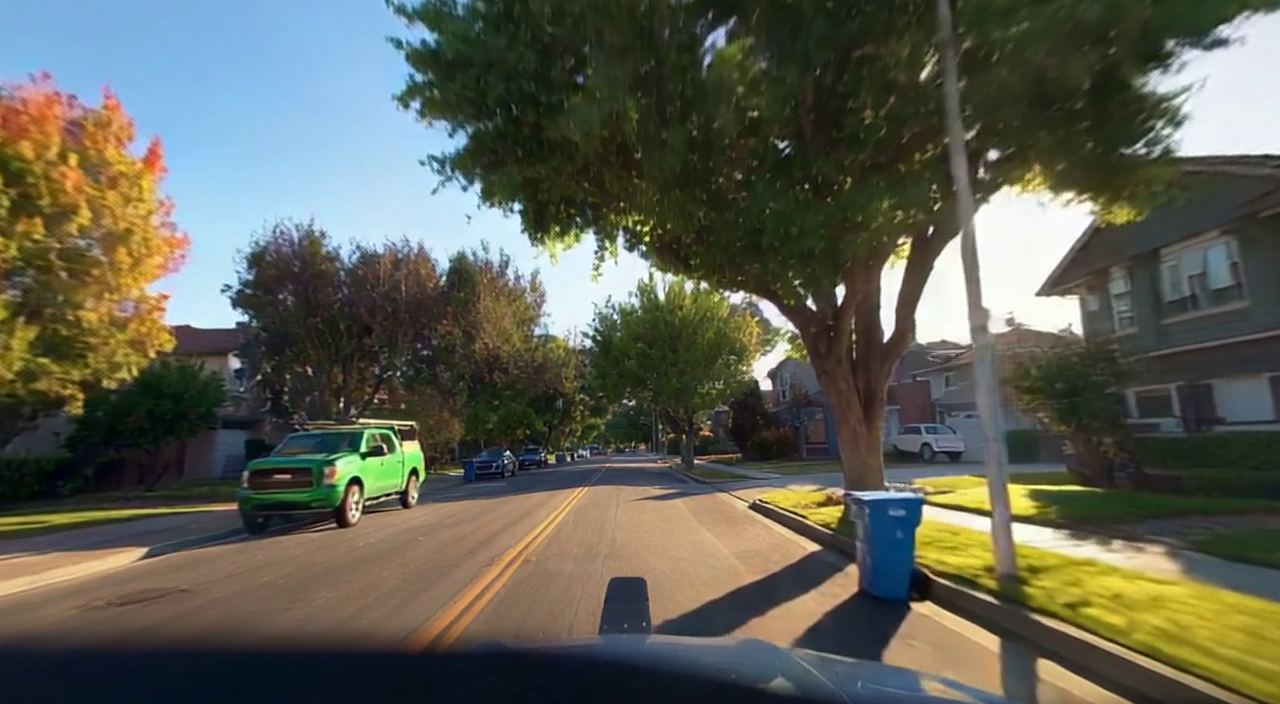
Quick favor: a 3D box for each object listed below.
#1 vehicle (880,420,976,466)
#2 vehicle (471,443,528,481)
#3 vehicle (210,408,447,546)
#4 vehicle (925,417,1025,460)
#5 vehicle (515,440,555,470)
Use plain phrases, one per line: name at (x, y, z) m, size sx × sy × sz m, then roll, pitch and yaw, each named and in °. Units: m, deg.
vehicle at (12.446, 3.951, 27.619) m, size 1.936 × 1.687 × 4.714 m, roll -5°, pitch -7°, yaw 0°
vehicle at (-6.917, 5.449, 31.501) m, size 1.945 × 1.530 × 4.430 m, roll -4°, pitch -7°, yaw -3°
vehicle at (-6.427, 2.479, 14.105) m, size 2.223 × 2.115 × 5.707 m, roll 5°, pitch -4°, yaw 1°
vehicle at (14.545, 3.830, 27.697) m, size 1.915 × 1.740 × 4.309 m, roll 1°, pitch -9°, yaw -1°
vehicle at (-7.393, 7.251, 44.670) m, size 2.169 × 1.871 × 4.762 m, roll -3°, pitch -7°, yaw -3°
